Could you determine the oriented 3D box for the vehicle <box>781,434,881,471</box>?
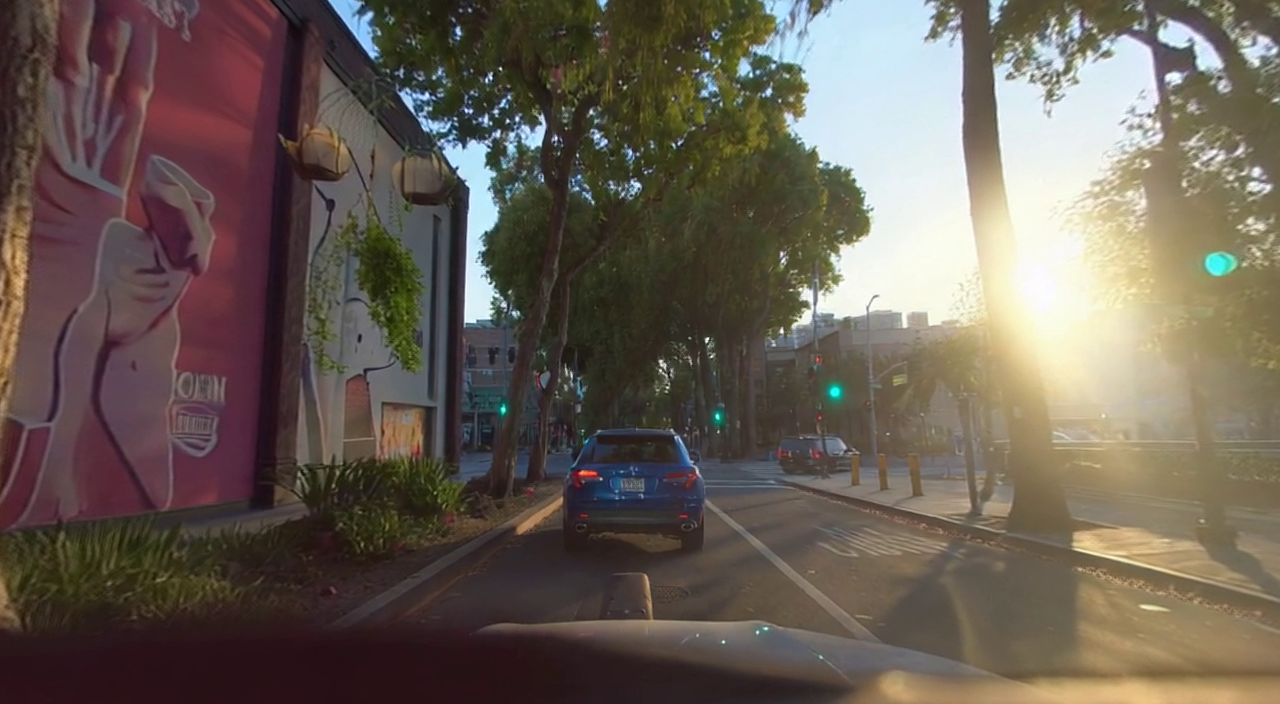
[{"bbox_3d":[11.536,6.021,38.061,5.513,2.063,2.448,4,-10,-26],"label":"vehicle"}]

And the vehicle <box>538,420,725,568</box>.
[{"bbox_3d":[-0.101,1.882,9.040,2.079,1.621,3.861,0,-9,0],"label":"vehicle"}]
